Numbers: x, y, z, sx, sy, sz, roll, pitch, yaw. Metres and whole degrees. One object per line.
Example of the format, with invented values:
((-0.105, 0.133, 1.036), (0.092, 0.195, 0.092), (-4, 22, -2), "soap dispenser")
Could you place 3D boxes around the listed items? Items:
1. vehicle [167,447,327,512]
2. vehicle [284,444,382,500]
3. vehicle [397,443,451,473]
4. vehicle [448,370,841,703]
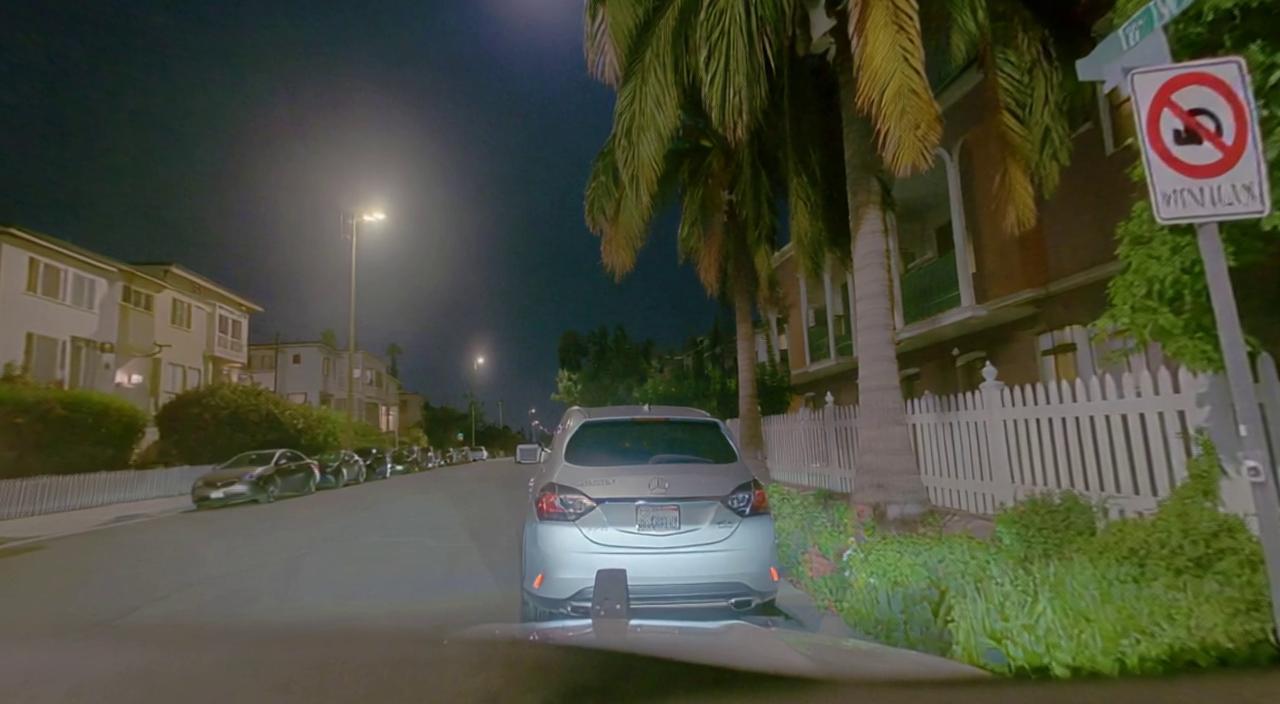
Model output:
((-11.394, 3.660, 18.789), (2.017, 1.627, 5.039), (1, -8, -7), "vehicle")
((-12.158, 4.715, 25.275), (2.048, 1.485, 4.757), (-4, -4, -7), "vehicle")
((-13.169, 6.466, 38.694), (2.060, 1.689, 4.999), (1, -8, -7), "vehicle")
((-0.134, 1.219, 4.994), (1.894, 1.695, 3.795), (1, -8, -5), "vehicle")
